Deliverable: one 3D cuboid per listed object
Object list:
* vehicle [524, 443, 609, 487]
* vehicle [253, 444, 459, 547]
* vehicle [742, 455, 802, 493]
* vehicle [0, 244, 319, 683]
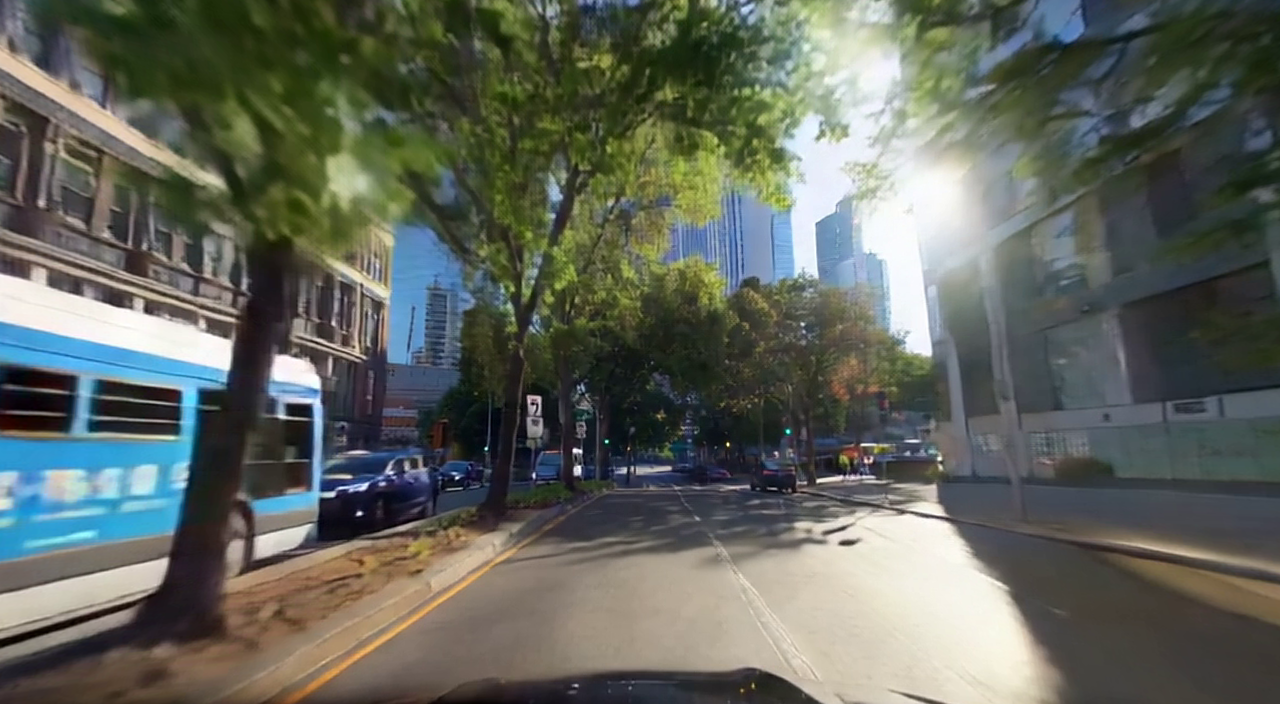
[{"bbox_3d":[-5.269,8.257,46.781,2.591,2.910,6.652,-5,-9,33],"label":"vehicle"},{"bbox_3d":[-4.997,2.526,11.847,1.914,1.530,3.980,-1,-8,2],"label":"vehicle"},{"bbox_3d":[6.251,5.806,30.427,1.888,1.536,4.381,0,-8,-1],"label":"vehicle"},{"bbox_3d":[-5.117,0.823,4.819,2.268,2.708,5.699,-1,-8,0],"label":"vehicle"}]
